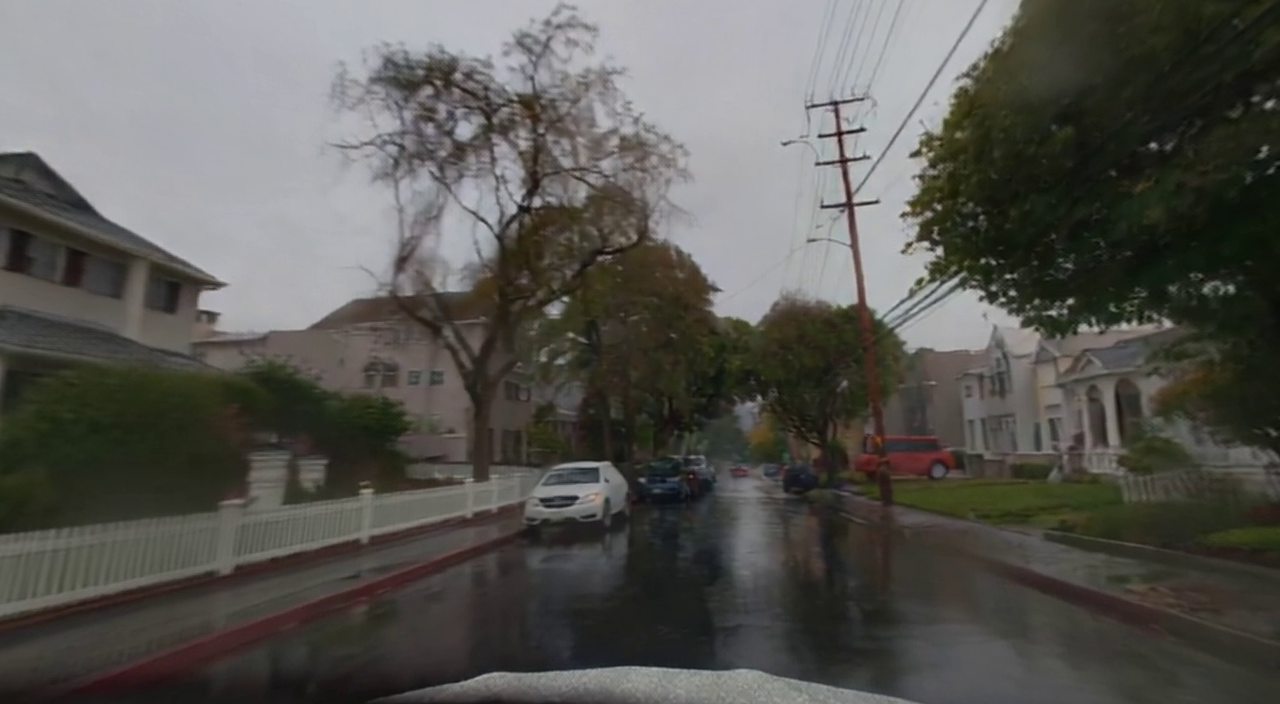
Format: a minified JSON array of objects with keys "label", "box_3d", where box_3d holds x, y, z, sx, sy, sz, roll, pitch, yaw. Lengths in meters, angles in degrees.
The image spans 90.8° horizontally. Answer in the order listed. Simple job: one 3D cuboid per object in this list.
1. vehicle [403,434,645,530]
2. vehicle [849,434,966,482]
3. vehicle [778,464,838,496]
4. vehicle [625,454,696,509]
[{"label":"vehicle","box_3d":[-2.349,2.790,13.806,4.537,1.595,2.471,2,-11,9]},{"label":"vehicle","box_3d":[11.463,4.544,27.327,4.249,1.905,1.904,-1,-6,7]},{"label":"vehicle","box_3d":[9.317,7.129,34.986,3.005,1.535,4.025,-1,-13,16]},{"label":"vehicle","box_3d":[0.818,4.391,21.976,2.081,1.589,4.691,-1,-8,6]}]
